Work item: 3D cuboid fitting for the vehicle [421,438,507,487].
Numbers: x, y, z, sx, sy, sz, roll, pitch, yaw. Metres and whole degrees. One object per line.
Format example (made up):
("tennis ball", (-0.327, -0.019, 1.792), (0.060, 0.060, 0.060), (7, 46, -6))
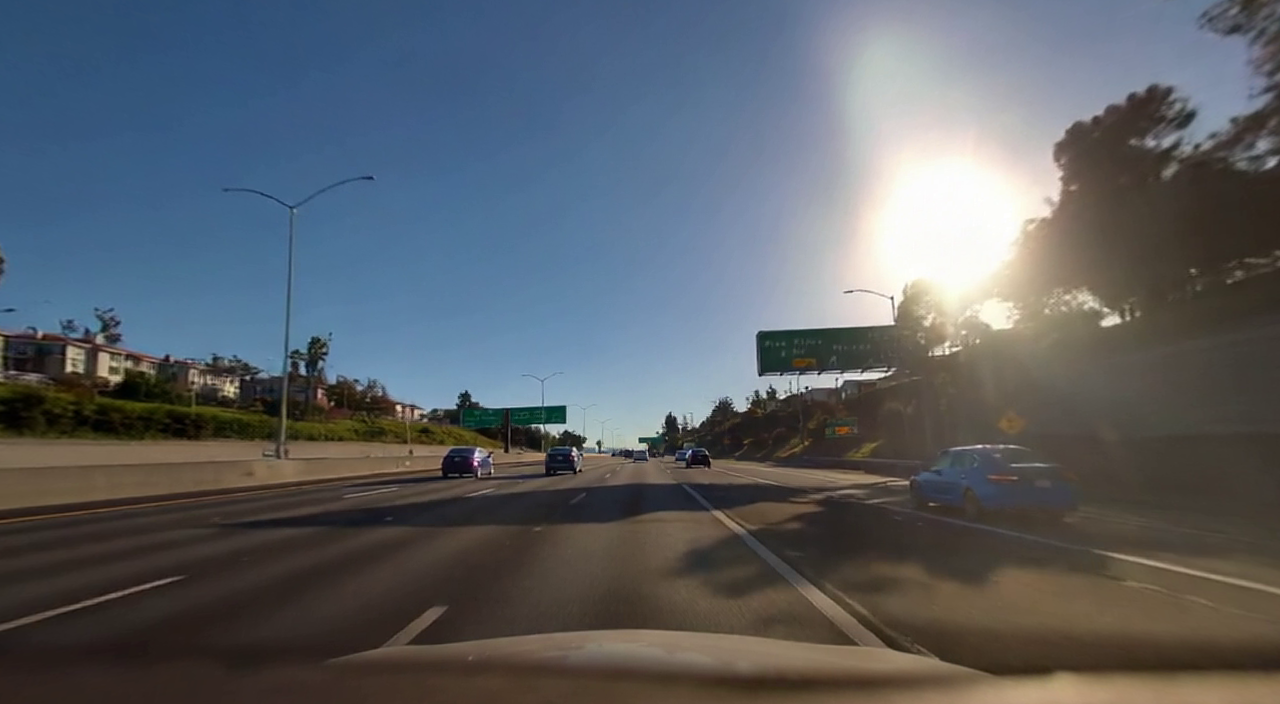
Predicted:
("vehicle", (-6.746, 4.281, 24.684), (2.112, 1.721, 4.381), (0, -9, 0))

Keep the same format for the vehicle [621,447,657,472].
("vehicle", (-0.065, 6.927, 40.679), (2.166, 1.496, 4.158), (0, -9, 0))

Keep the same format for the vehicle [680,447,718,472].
("vehicle", (3.879, 7.160, 42.118), (2.077, 1.527, 4.553), (0, -9, 0))

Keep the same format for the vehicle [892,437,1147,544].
("vehicle", (6.651, 2.430, 11.816), (1.981, 1.587, 4.519), (0, -9, 1))

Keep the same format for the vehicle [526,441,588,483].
("vehicle", (-3.580, 4.822, 27.871), (2.091, 1.664, 4.157), (0, -9, 1))
